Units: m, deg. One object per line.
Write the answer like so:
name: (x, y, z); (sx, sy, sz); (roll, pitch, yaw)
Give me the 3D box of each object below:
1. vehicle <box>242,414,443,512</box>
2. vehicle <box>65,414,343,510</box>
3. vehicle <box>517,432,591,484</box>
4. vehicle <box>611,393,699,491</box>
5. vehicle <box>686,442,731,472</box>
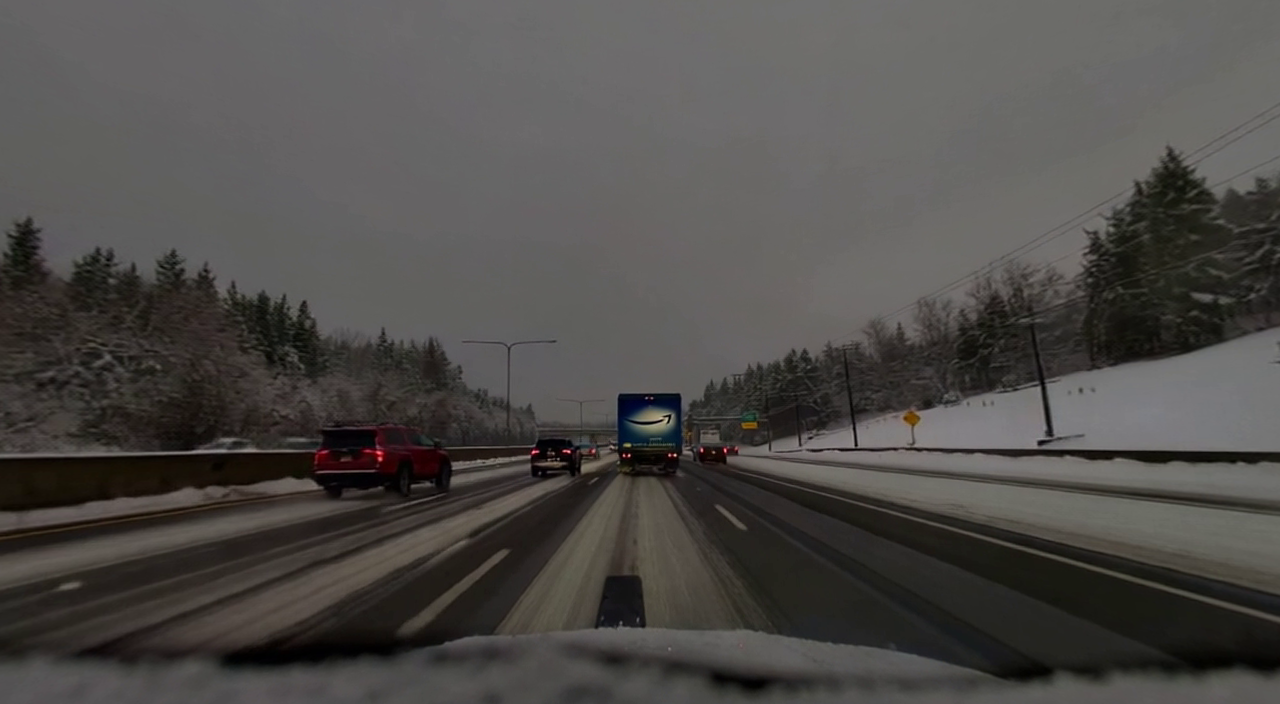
vehicle: (-6.492, 2.502, 14.633); (2.101, 1.858, 5.071); (0, -9, 1)
vehicle: (-10.108, 2.645, 15.628); (2.454, 1.857, 6.221); (0, -9, 0)
vehicle: (-3.038, 3.861, 23.197); (2.095, 1.688, 4.188); (0, -9, 1)
vehicle: (0.400, 2.982, 20.827); (2.456, 2.705, 6.251); (0, -9, 0)
vehicle: (3.648, 5.648, 34.201); (1.970, 1.499, 4.491); (0, -9, 0)
